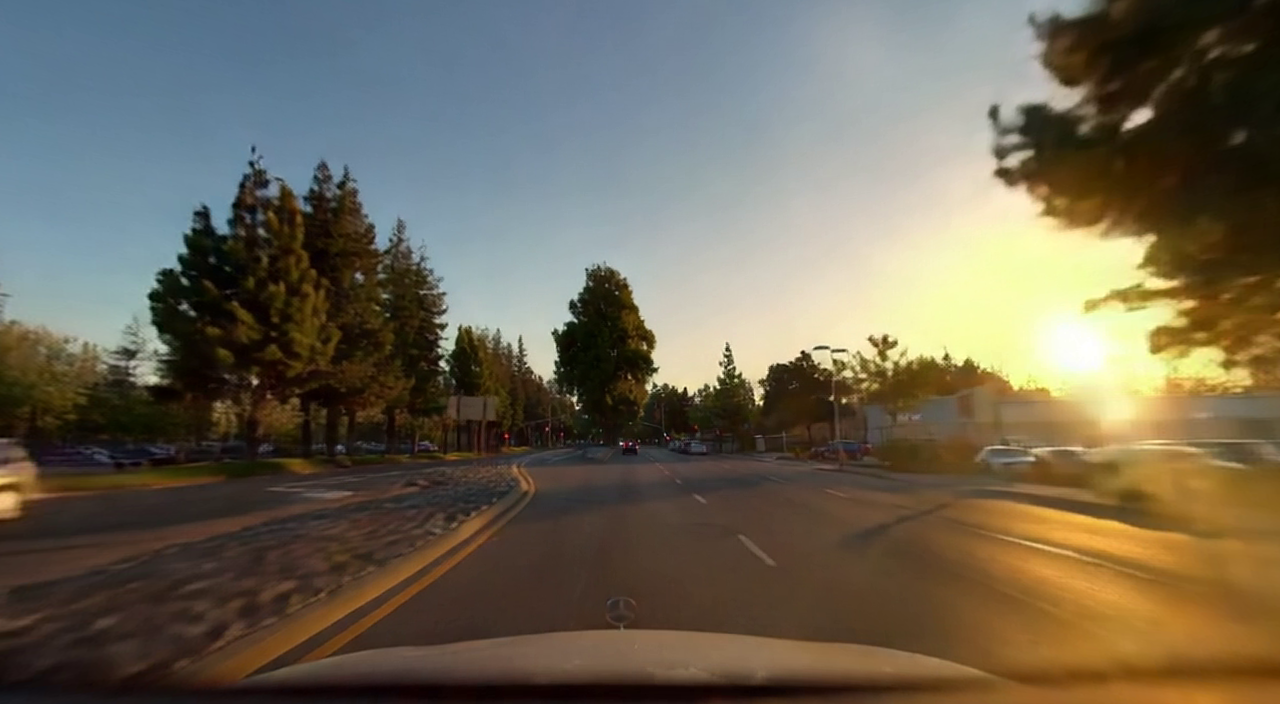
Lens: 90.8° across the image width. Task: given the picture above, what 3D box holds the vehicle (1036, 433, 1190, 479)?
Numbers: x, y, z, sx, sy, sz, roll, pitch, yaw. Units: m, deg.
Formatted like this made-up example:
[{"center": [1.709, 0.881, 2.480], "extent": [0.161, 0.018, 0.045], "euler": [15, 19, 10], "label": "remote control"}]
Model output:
[{"center": [21.438, 4.703, 29.026], "extent": [2.150, 1.812, 5.372], "euler": [0, -8, -13], "label": "vehicle"}]

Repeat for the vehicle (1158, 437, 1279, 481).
[{"center": [24.827, 4.393, 26.427], "extent": [1.988, 1.617, 4.524], "euler": [2, -8, -10], "label": "vehicle"}]

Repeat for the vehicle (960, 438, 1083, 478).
[{"center": [16.588, 4.606, 27.790], "extent": [1.966, 1.583, 4.568], "euler": [2, -9, -12], "label": "vehicle"}]
